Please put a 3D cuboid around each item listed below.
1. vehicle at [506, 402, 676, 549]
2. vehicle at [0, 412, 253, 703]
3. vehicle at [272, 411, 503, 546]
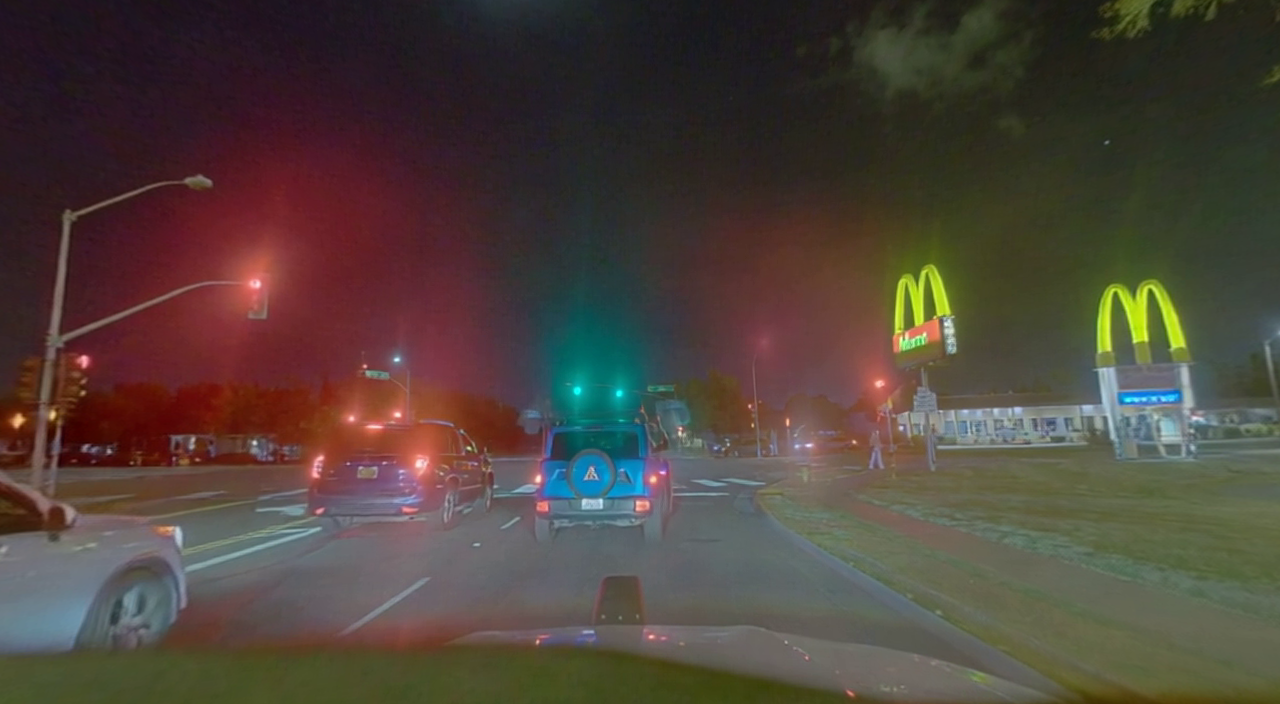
[{"bbox_3d":[-0.724,1.970,10.736,2.224,1.923,4.643,0,-8,-2],"label":"vehicle"},{"bbox_3d":[-3.885,0.955,2.429,1.941,1.479,4.541,0,-8,-1],"label":"vehicle"},{"bbox_3d":[-3.947,2.065,10.942,2.130,1.819,4.497,0,-8,0],"label":"vehicle"}]
